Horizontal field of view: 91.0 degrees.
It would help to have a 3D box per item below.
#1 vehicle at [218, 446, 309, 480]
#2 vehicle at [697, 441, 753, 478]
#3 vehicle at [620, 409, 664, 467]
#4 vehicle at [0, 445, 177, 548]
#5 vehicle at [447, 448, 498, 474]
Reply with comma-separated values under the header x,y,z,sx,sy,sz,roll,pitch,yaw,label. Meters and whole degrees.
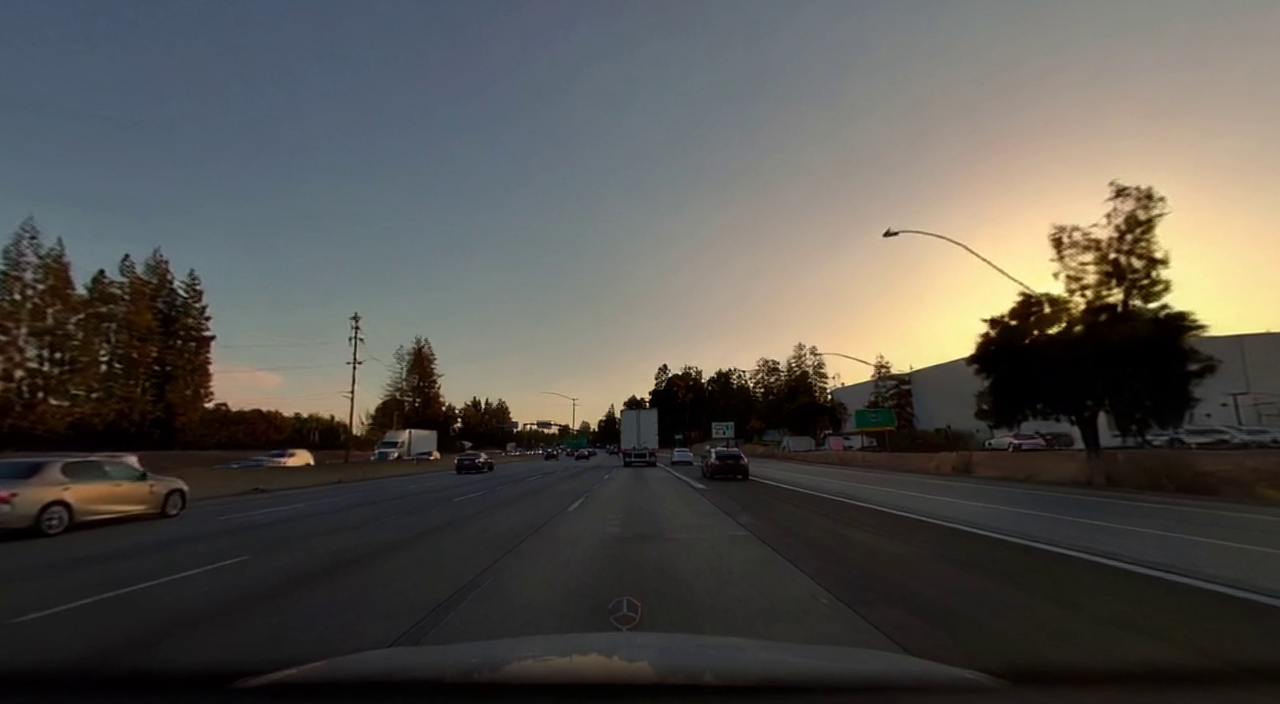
x,y,z,sx,sy,sz,roll,pitch,yaw,label
-23.668,6.968,39.920,2.313,1.953,5.311,0,-9,2,vehicle
4.076,5.271,31.102,2.107,1.707,4.445,0,-9,0,vehicle
0.315,6.709,48.619,3.012,3.928,10.262,0,-9,2,vehicle
-10.690,2.374,10.756,2.005,1.547,4.635,0,-9,0,vehicle
-10.579,6.927,40.167,2.015,1.521,4.550,0,-9,0,vehicle
